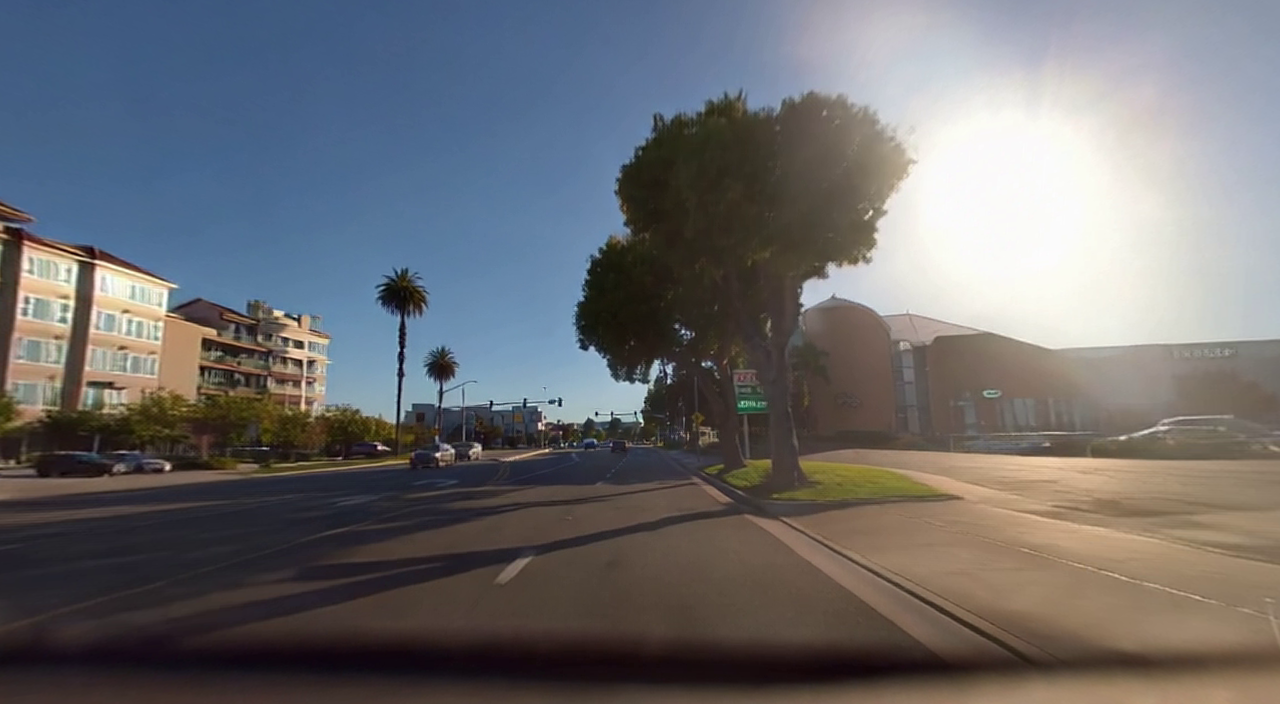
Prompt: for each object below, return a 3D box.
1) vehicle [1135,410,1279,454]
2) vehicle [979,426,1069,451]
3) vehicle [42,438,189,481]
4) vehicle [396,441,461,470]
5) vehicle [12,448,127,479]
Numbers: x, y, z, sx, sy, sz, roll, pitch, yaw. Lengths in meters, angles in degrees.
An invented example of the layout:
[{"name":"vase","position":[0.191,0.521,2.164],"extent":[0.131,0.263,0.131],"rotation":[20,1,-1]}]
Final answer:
[{"name":"vehicle","position":[25.079,3.497,27.372],"extent":[5.117,1.813,2.052],"rotation":[0,-8,0]},{"name":"vehicle","position":[25.339,5.714,41.515],"extent":[4.649,1.611,1.945],"rotation":[0,-8,-1]},{"name":"vehicle","position":[-29.727,6.080,35.732],"extent":[6.383,1.887,2.223],"rotation":[-4,-9,0]},{"name":"vehicle","position":[-12.050,5.911,36.148],"extent":[2.078,1.532,4.627],"rotation":[0,-8,1]},{"name":"vehicle","position":[-29.803,5.821,32.873],"extent":[4.133,1.501,1.876],"rotation":[0,-8,0]}]
